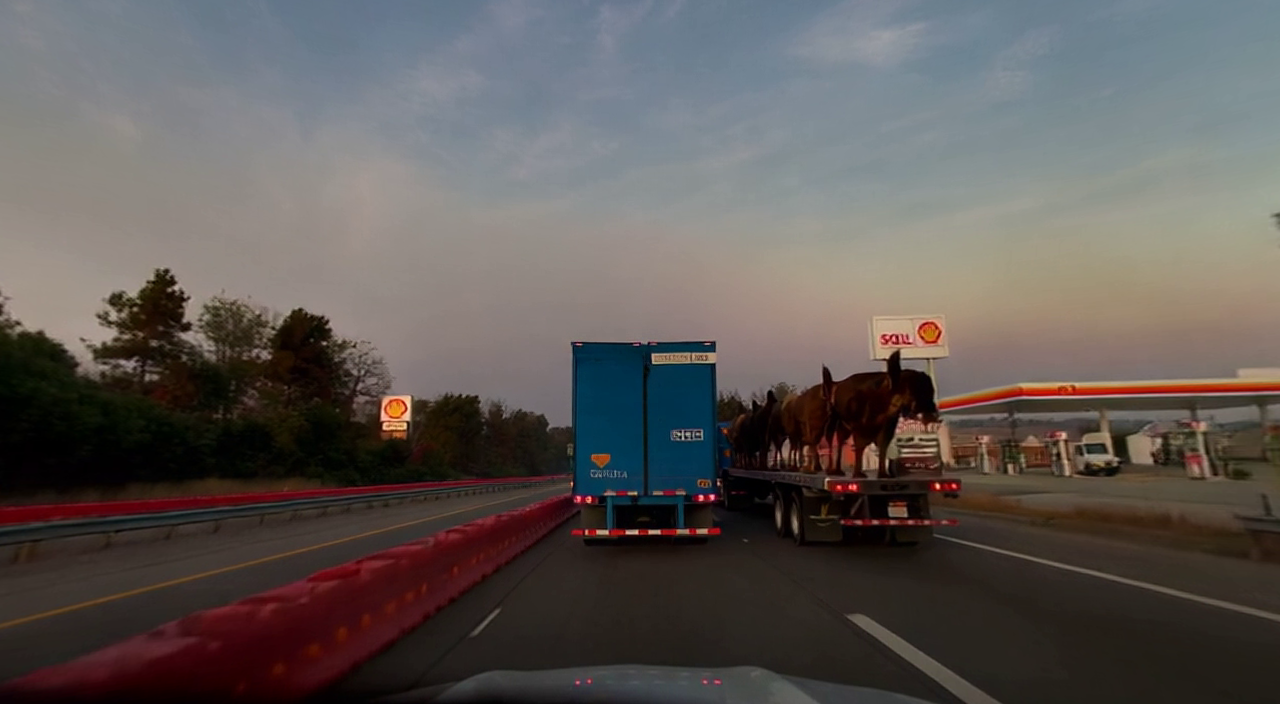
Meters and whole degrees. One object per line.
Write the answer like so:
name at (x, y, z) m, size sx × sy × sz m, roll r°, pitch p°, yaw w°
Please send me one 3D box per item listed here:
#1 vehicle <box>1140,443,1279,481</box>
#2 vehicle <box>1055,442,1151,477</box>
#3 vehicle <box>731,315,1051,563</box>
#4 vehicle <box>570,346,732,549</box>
vehicle at (24.593, 4.762, 27.219) m, size 1.762 × 1.470 × 4.485 m, roll 3°, pitch -11°, yaw -10°
vehicle at (24.703, 5.801, 33.835) m, size 1.919 × 1.722 × 4.024 m, roll 1°, pitch -10°, yaw -2°
vehicle at (4.360, 2.090, 14.062) m, size 2.936 × 3.640 × 9.443 m, roll 1°, pitch -10°, yaw -2°
vehicle at (0.136, 2.327, 14.756) m, size 2.618 × 3.306 × 8.676 m, roll 1°, pitch -10°, yaw -1°
